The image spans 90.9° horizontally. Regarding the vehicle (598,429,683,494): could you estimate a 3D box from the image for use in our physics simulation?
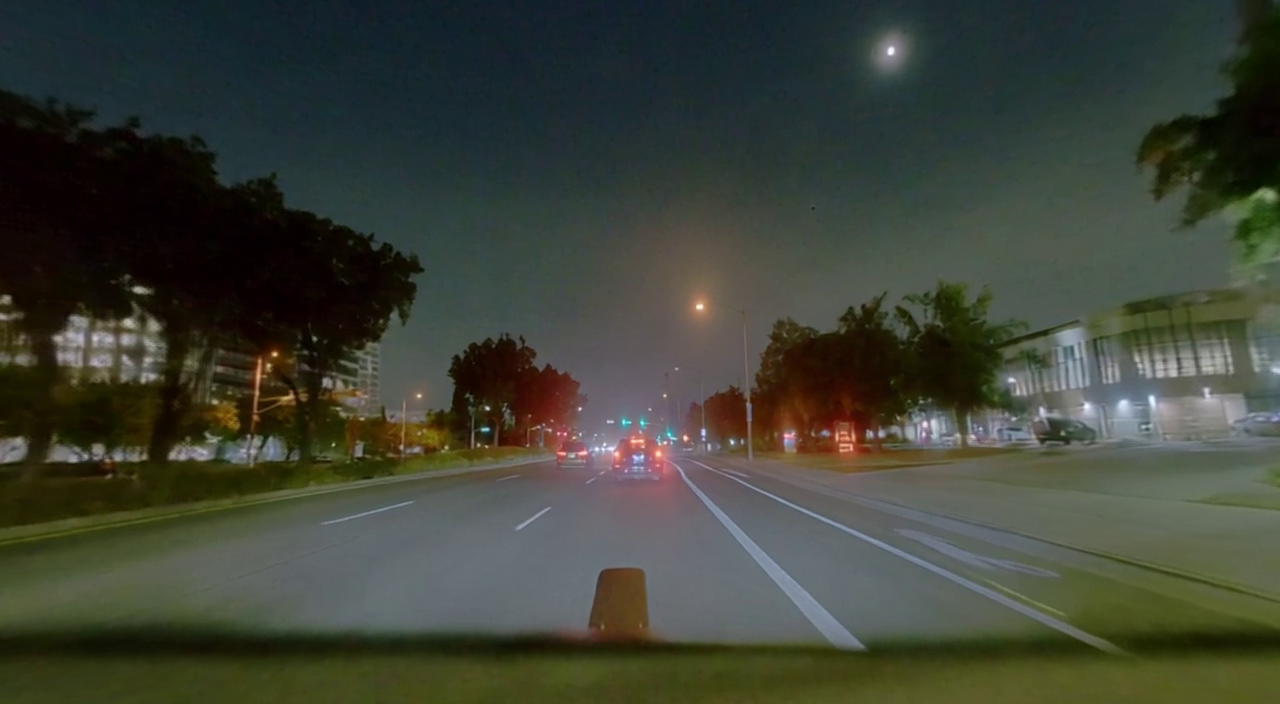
[{"bbox_3d":[0.023,3.129,18.344,2.199,1.652,4.101,0,-8,0],"label":"vehicle"}]

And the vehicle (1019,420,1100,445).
[{"bbox_3d":[31.865,6.163,48.120,4.903,1.767,2.105,-5,-10,31],"label":"vehicle"}]

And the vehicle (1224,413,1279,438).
[{"bbox_3d":[45.077,5.197,44.760,4.851,1.673,1.912,-5,-10,30],"label":"vehicle"}]

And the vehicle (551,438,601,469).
[{"bbox_3d":[-3.269,5.344,33.382,1.942,1.462,4.905,-1,-8,2],"label":"vehicle"}]
